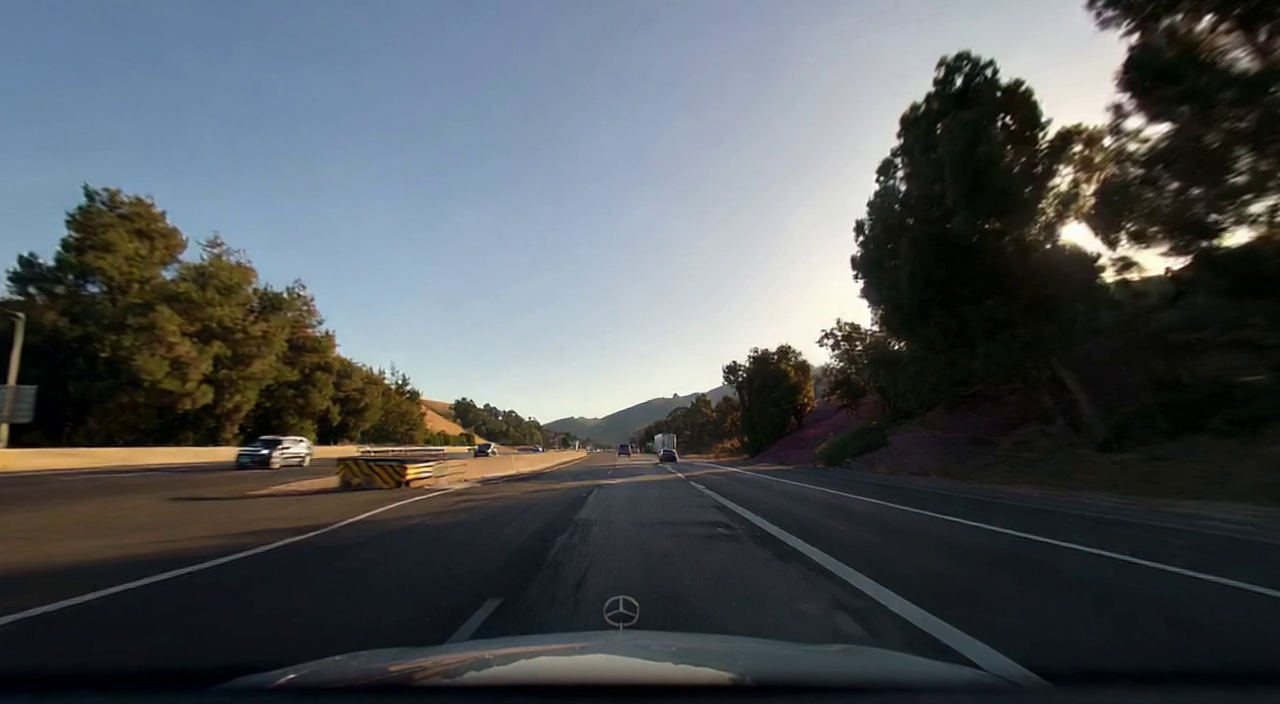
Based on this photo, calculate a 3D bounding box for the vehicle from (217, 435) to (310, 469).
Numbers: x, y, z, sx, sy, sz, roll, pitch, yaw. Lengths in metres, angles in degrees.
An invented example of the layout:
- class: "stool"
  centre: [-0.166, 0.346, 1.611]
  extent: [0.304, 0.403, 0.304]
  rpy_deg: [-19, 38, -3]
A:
- class: "vehicle"
  centre: [-20.334, 5.412, 34.312]
  extent: [2.064, 1.686, 4.749]
  rpy_deg: [0, -8, 1]
